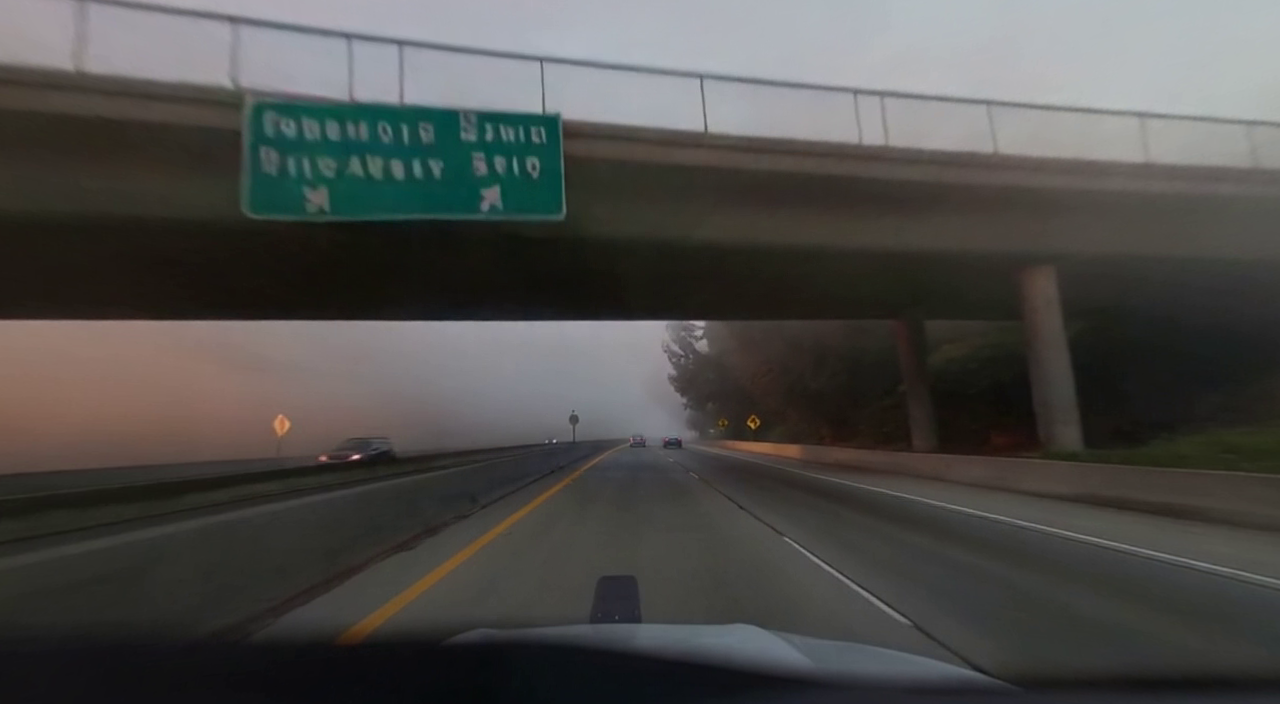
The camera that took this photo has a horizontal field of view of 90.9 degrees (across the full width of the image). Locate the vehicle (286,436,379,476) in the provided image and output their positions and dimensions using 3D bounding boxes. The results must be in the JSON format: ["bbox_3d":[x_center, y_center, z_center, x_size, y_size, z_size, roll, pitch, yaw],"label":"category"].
[{"bbox_3d":[-12.702,4.298,26.314,1.832,1.512,4.087,0,-8,0],"label":"vehicle"}]

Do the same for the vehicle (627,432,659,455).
[{"bbox_3d":[0.137,6.105,42.268,1.981,1.490,3.449,0,-8,-3],"label":"vehicle"}]
